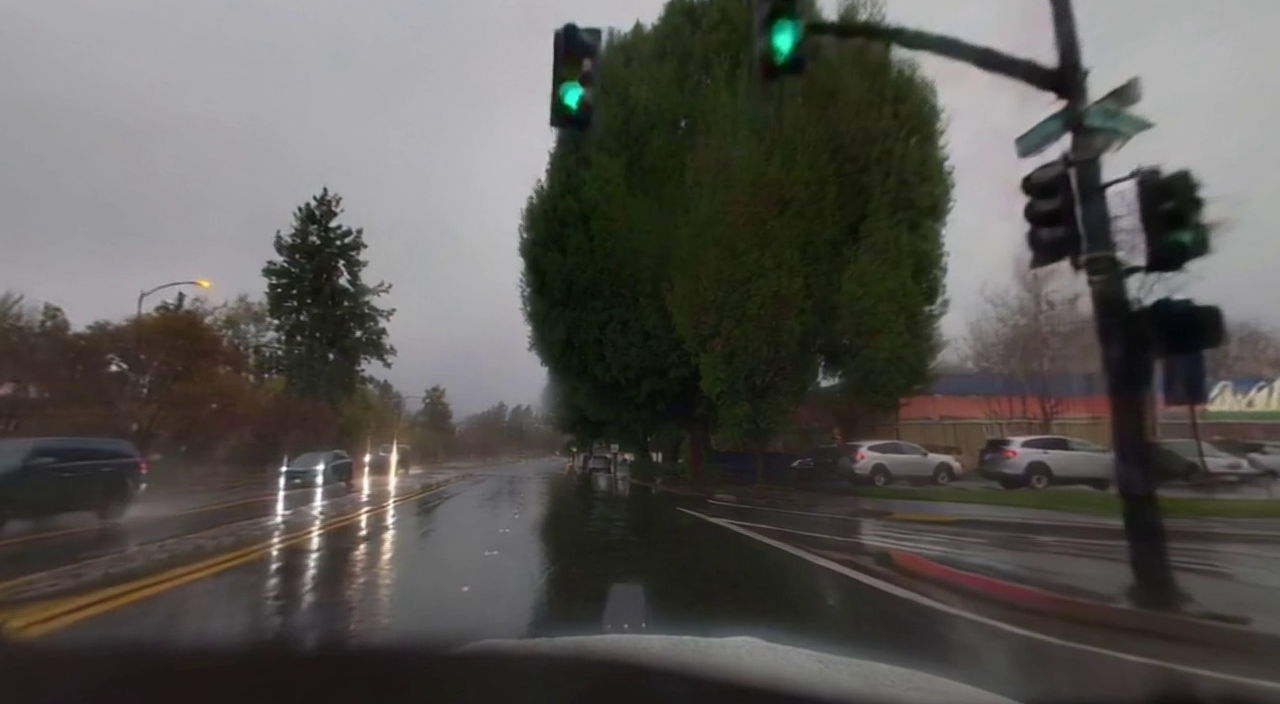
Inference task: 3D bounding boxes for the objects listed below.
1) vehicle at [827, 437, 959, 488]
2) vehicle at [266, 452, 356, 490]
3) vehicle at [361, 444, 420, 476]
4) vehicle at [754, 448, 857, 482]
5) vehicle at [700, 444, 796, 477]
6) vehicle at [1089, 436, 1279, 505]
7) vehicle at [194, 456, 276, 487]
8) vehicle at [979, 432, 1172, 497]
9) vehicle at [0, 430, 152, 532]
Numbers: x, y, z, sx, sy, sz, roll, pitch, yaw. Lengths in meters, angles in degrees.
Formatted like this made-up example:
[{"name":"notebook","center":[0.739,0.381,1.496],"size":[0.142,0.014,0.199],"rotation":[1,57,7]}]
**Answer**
[{"name":"vehicle","center":[9.619,4.136,23.936],"size":[4.669,1.770,1.896],"rotation":[4,-10,-25]},{"name":"vehicle","center":[-14.305,5.159,27.716],"size":[1.951,1.436,4.624],"rotation":[1,-9,-7]},{"name":"vehicle","center":[-16.738,7.216,42.648],"size":[2.228,1.976,5.857],"rotation":[1,-9,-7]},{"name":"vehicle","center":[7.614,5.176,29.118],"size":[4.257,1.474,1.751],"rotation":[2,-9,-14]},{"name":"vehicle","center":[6.002,6.018,35.165],"size":[4.843,1.748,1.985],"rotation":[1,-9,-11]},{"name":"vehicle","center":[14.899,3.108,16.861],"size":[4.375,1.685,2.045],"rotation":[1,-9,-9]},{"name":"vehicle","center":[-22.406,6.598,35.096],"size":[2.019,1.471,4.600],"rotation":[1,-9,-8]},{"name":"vehicle","center":[13.620,3.464,19.759],"size":[5.314,1.829,2.018],"rotation":[3,-9,-18]},{"name":"vehicle","center":[-12.751,2.540,12.742],"size":[2.049,1.817,5.292],"rotation":[1,-9,-8]}]
